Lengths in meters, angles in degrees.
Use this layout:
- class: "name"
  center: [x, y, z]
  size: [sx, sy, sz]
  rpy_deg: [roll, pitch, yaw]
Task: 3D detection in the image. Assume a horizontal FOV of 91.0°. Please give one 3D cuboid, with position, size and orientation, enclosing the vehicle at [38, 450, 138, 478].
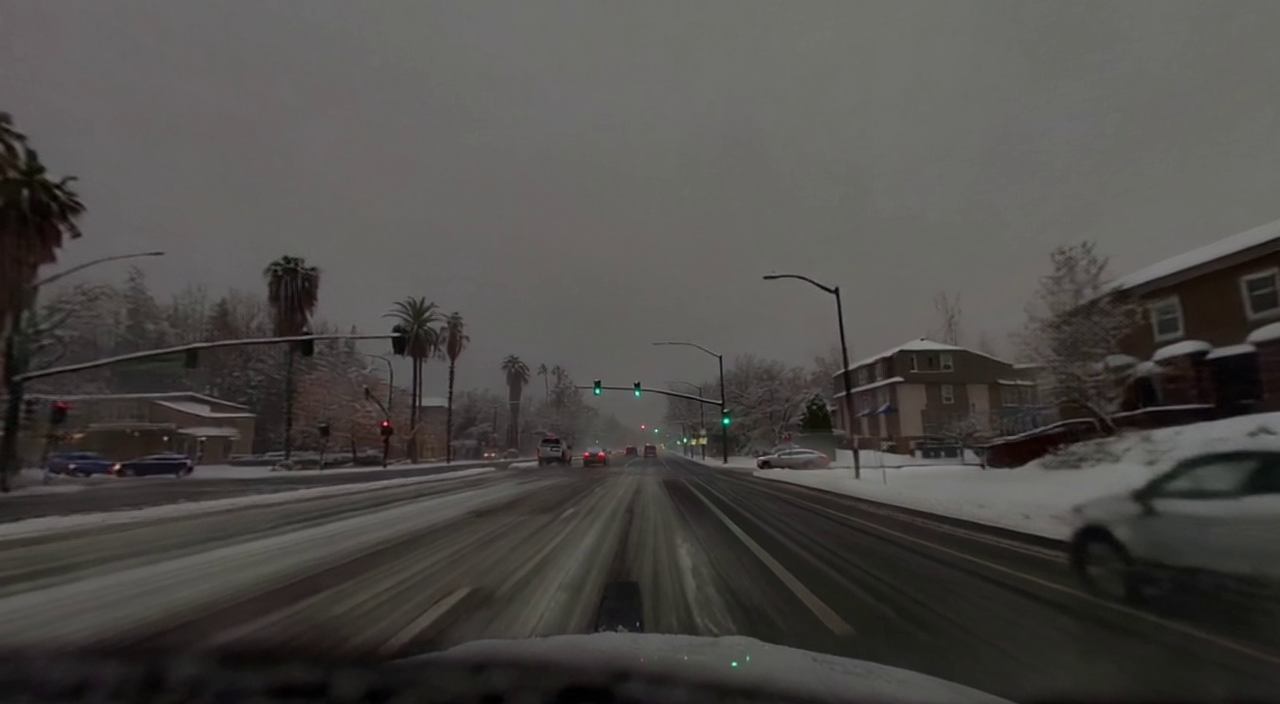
- class: "vehicle"
  center: [-39.724, 8.038, 45.422]
  size: [5.006, 1.941, 2.056]
  rpy_deg: [1, -9, -4]

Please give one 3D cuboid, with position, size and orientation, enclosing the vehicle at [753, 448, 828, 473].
- class: "vehicle"
  center: [9.590, 6.944, 40.497]
  size: [4.509, 1.520, 1.952]
  rpy_deg: [-1, -9, 10]

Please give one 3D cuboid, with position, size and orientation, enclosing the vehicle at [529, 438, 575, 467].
- class: "vehicle"
  center: [-6.513, 7.566, 47.422]
  size: [2.457, 2.010, 6.330]
  rpy_deg: [0, -9, 1]

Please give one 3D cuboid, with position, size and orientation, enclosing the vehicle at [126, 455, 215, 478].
- class: "vehicle"
  center: [-34.090, 8.330, 45.817]
  size: [4.808, 1.529, 1.979]
  rpy_deg: [1, -9, -3]

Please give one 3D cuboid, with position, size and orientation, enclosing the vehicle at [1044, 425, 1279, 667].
- class: "vehicle"
  center: [5.035, 1.242, 4.077]
  size: [1.994, 1.507, 4.173]
  rpy_deg: [0, -9, -1]

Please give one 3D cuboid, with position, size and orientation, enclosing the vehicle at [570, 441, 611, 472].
- class: "vehicle"
  center: [-3.080, 6.636, 40.192]
  size: [2.116, 1.806, 4.516]
  rpy_deg: [0, -9, 2]
